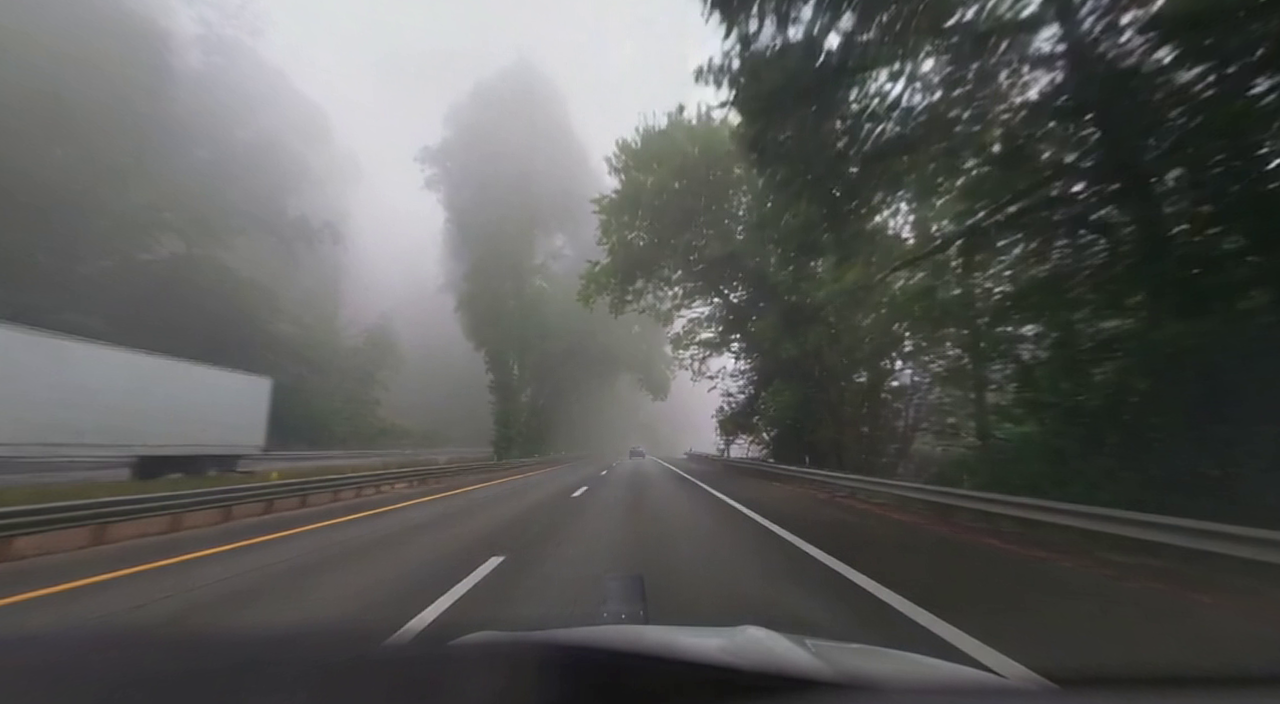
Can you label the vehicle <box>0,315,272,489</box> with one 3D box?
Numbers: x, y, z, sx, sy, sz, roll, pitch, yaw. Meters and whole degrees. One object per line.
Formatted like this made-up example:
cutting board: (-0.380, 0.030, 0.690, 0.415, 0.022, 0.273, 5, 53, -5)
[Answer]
vehicle: (-16.646, 1.757, 18.562, 2.924, 4.069, 14.387, 0, -9, 0)
